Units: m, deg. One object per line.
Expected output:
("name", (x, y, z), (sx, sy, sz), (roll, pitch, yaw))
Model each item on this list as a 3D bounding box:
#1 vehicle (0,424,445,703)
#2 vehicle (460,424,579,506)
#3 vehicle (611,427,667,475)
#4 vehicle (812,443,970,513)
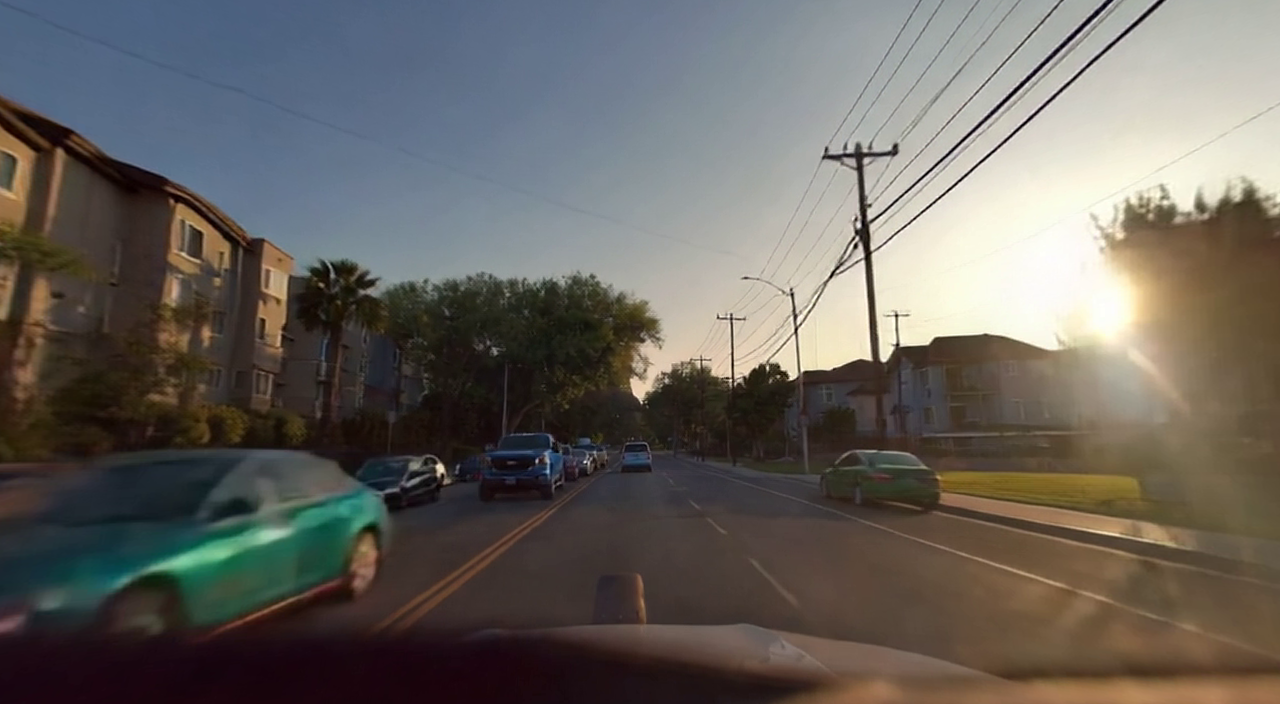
("vehicle", (-3.296, 1.375, 4.849), (2.057, 1.476, 4.593), (0, -8, 1))
("vehicle", (-2.996, 2.959, 16.964), (2.178, 1.861, 4.920), (0, -8, 0))
("vehicle", (-0.009, 4.494, 28.489), (2.308, 1.940, 4.125), (-1, -10, 1))
("vehicle", (6.083, 3.084, 16.066), (1.943, 1.490, 4.783), (0, -8, -2))
